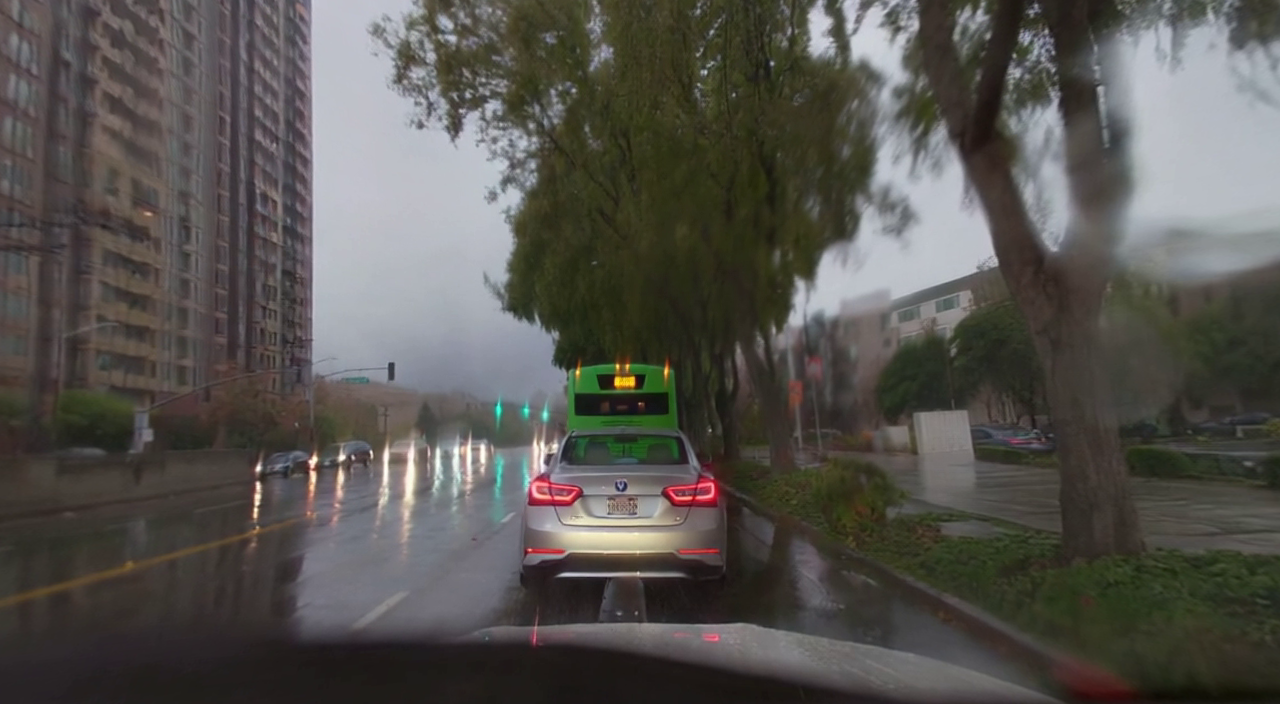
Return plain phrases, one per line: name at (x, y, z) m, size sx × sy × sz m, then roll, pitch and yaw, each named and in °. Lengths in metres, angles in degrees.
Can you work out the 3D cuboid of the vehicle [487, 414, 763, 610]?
vehicle at (-0.154, 1.461, 6.743) m, size 2.064 × 1.452 × 3.942 m, roll 0°, pitch -8°, yaw -1°
